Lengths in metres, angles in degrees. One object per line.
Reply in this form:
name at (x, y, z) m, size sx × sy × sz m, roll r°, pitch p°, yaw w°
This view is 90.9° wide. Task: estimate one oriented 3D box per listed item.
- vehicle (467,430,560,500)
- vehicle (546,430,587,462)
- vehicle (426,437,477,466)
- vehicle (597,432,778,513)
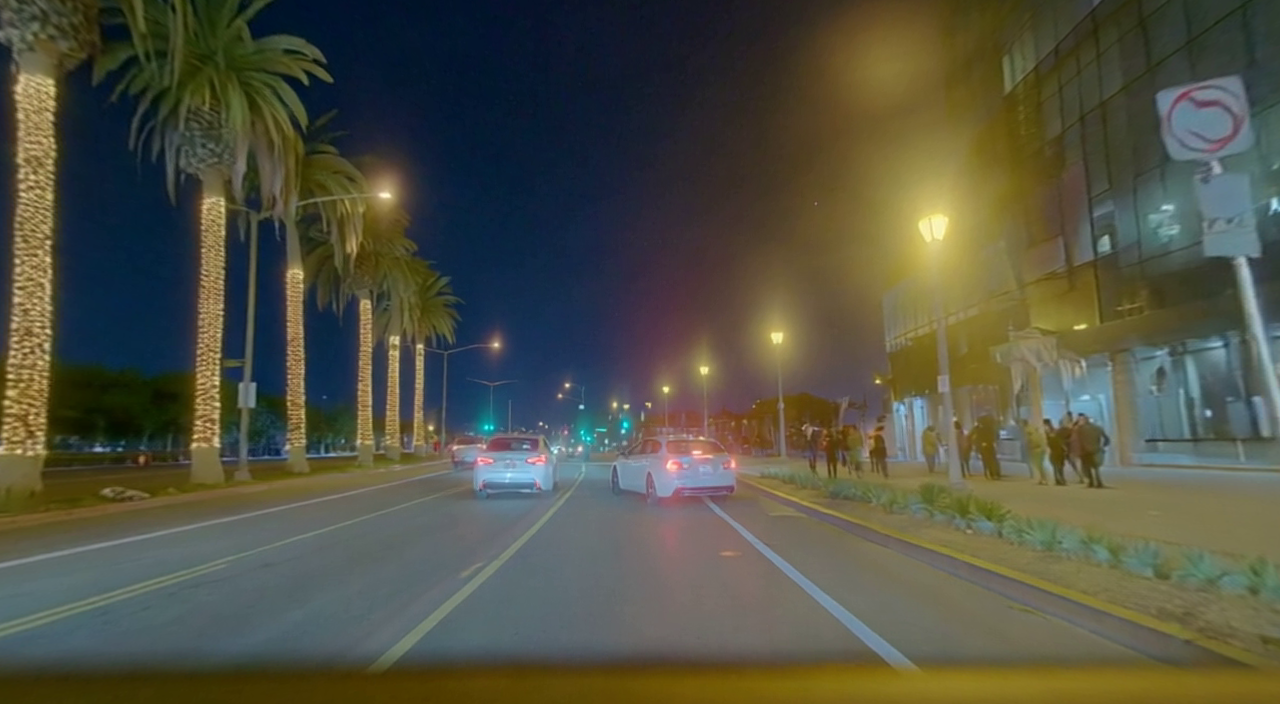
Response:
vehicle at (-3.282, 3.001, 17.198) m, size 2.039 × 1.628 × 4.331 m, roll 0°, pitch -9°, yaw -5°
vehicle at (-4.756, 6.146, 41.274) m, size 2.277 × 1.937 × 4.487 m, roll 0°, pitch -9°, yaw -2°
vehicle at (-10.925, 5.806, 36.829) m, size 1.930 × 1.583 × 4.423 m, roll 0°, pitch -9°, yaw -5°
vehicle at (0.821, 2.600, 14.197) m, size 1.930 × 1.477 × 4.657 m, roll 4°, pitch -10°, yaw -26°
